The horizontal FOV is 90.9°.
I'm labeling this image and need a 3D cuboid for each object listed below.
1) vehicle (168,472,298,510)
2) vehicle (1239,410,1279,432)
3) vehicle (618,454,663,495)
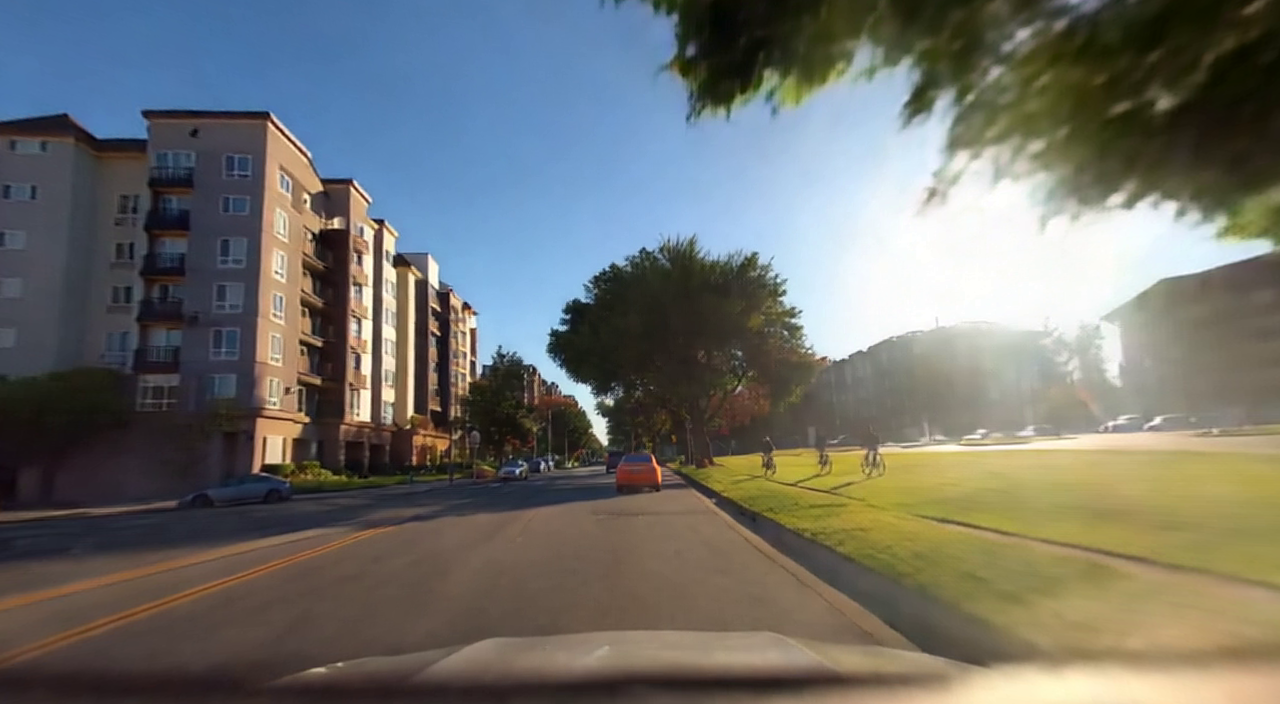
[{"bbox_3d":[-18.935,6.416,29.475,2.116,1.409,4.607,-8,-12,43],"label":"vehicle"},{"bbox_3d":[49.230,5.363,48.801,4.294,1.638,1.998,2,-9,-15],"label":"vehicle"},{"bbox_3d":[0.034,4.431,22.945,1.559,1.351,2.452,-1,-10,1],"label":"vehicle"}]
